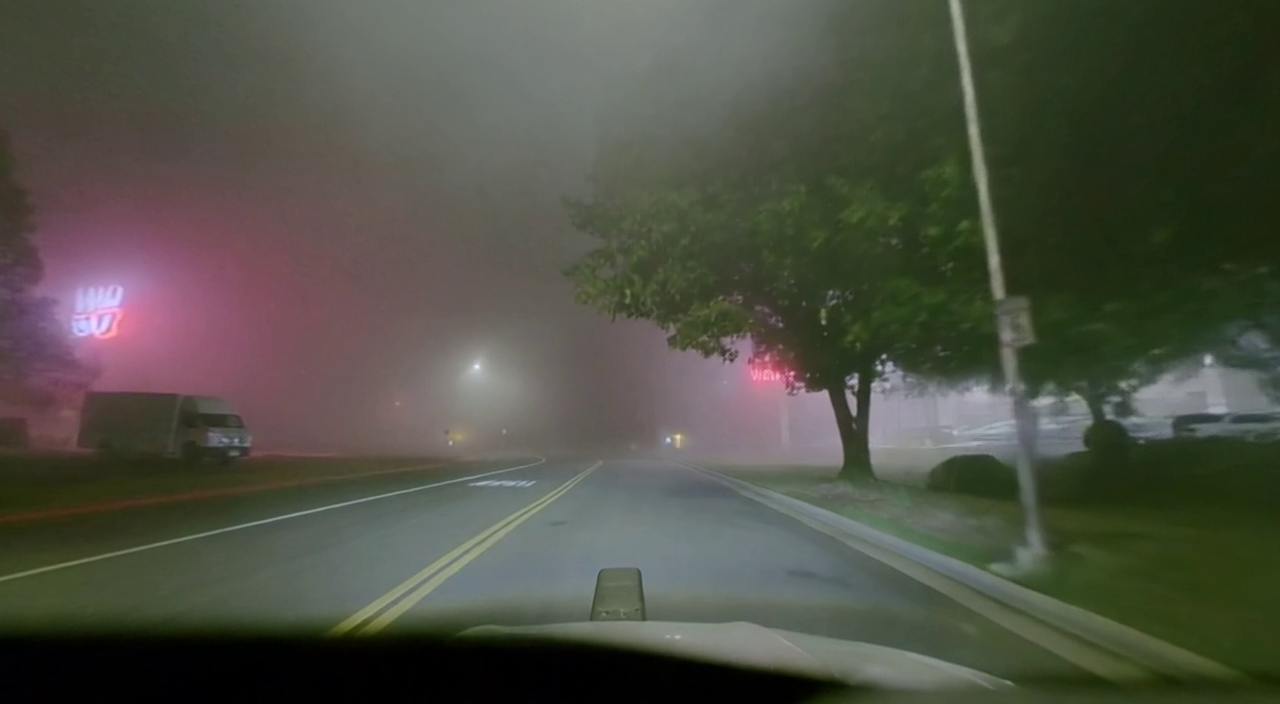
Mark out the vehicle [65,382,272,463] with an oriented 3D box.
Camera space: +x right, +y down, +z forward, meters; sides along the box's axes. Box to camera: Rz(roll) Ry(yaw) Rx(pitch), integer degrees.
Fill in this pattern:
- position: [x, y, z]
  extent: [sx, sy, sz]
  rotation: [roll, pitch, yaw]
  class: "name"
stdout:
- position: [-19.840, 3.012, 26.894]
  extent: [6.595, 3.267, 2.535]
  rotation: [0, -8, 0]
  class: "vehicle"
